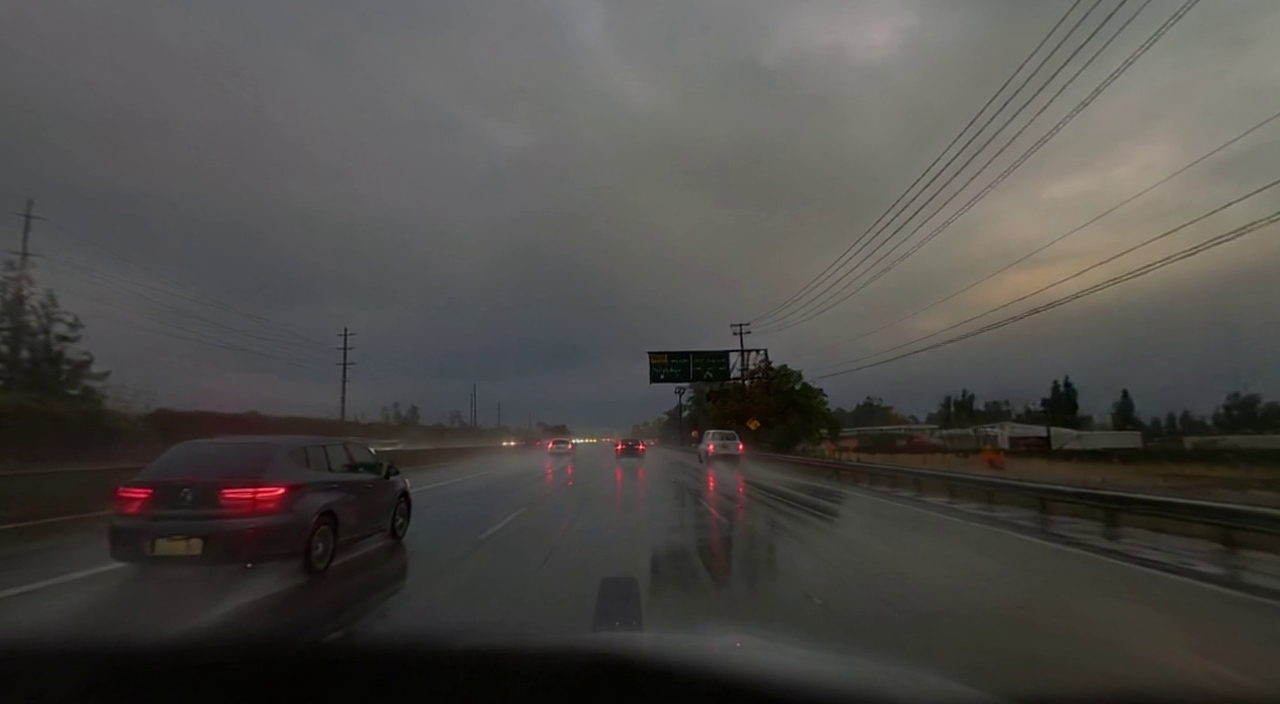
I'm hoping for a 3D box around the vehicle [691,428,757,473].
[{"bbox_3d":[3.364,4.034,26.239,1.950,1.695,4.446,0,-8,-3],"label":"vehicle"}]

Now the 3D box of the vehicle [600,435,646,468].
[{"bbox_3d":[-0.804,4.695,29.973,2.086,1.488,3.440,0,-8,-2],"label":"vehicle"}]

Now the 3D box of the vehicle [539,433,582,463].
[{"bbox_3d":[-4.502,5.497,36.335,1.901,1.601,4.610,0,-8,0],"label":"vehicle"}]

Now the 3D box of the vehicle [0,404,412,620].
[{"bbox_3d":[-4.251,1.482,6.890,2.004,1.607,4.161,0,-8,-1],"label":"vehicle"}]

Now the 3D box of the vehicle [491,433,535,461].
[{"bbox_3d":[-8.007,6.017,40.189,1.980,1.678,4.255,0,-8,0],"label":"vehicle"}]
